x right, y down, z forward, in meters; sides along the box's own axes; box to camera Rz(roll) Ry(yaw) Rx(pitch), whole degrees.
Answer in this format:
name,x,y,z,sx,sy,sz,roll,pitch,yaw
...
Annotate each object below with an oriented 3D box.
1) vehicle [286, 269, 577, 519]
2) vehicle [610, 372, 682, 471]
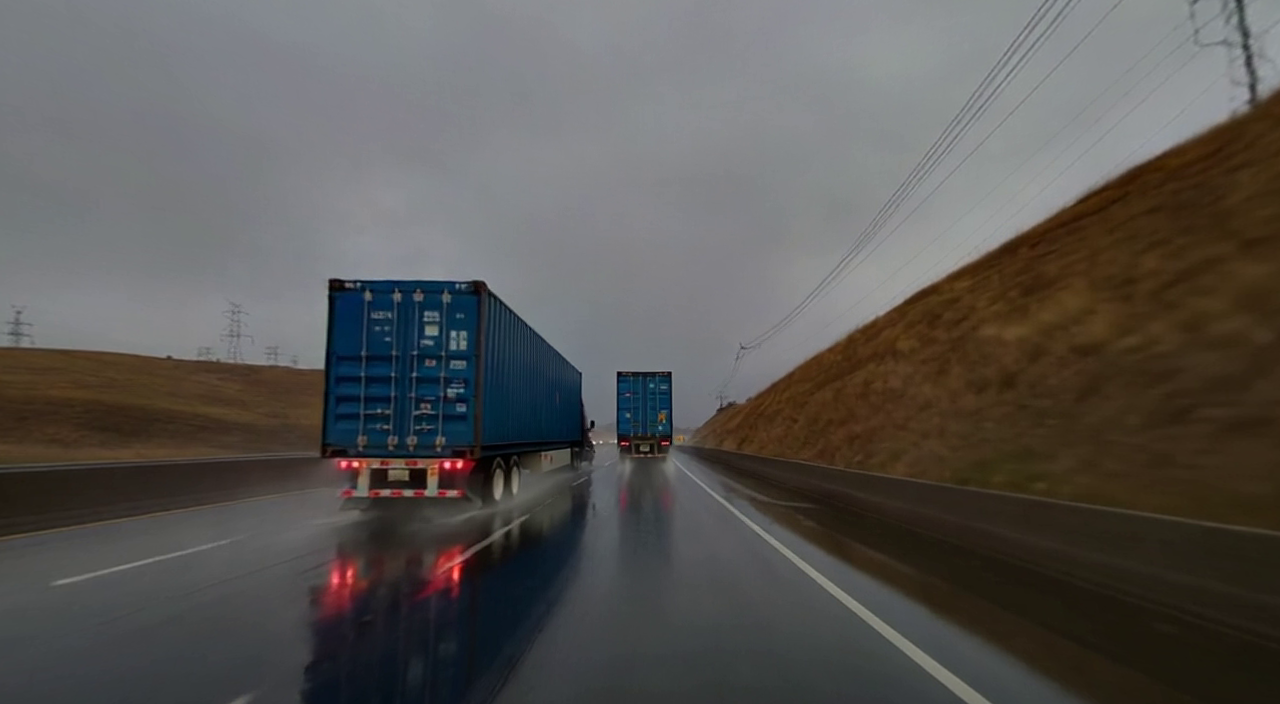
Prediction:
name,x,y,z,sx,sy,sz,roll,pitch,yaw
vehicle,-4.042,1.610,17.080,3.065,4.105,13.706,0,-8,1
vehicle,0.140,3.748,32.174,3.006,4.120,11.586,0,-8,-1
